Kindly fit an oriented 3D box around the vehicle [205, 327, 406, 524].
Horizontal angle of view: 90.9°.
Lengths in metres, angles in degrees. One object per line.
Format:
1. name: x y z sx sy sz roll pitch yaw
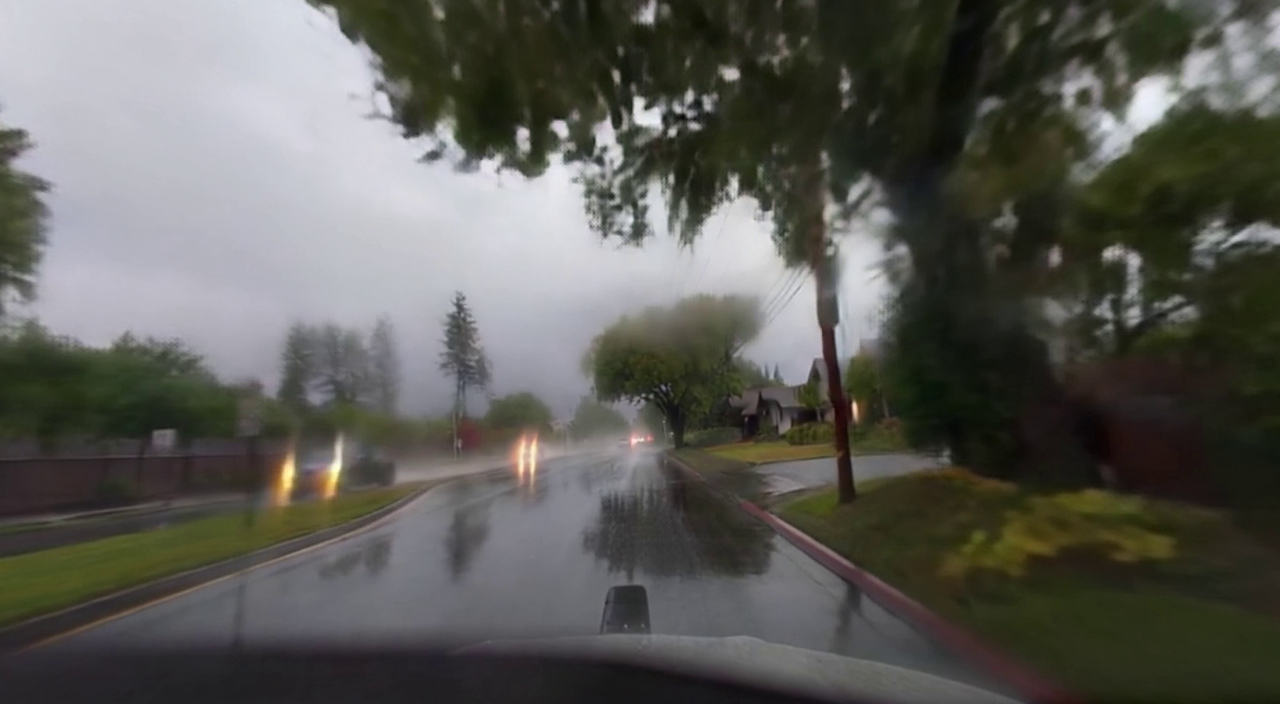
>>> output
1. vehicle: -6.957 1.586 13.659 2.365 3.642 3.374 -3 -7 2
